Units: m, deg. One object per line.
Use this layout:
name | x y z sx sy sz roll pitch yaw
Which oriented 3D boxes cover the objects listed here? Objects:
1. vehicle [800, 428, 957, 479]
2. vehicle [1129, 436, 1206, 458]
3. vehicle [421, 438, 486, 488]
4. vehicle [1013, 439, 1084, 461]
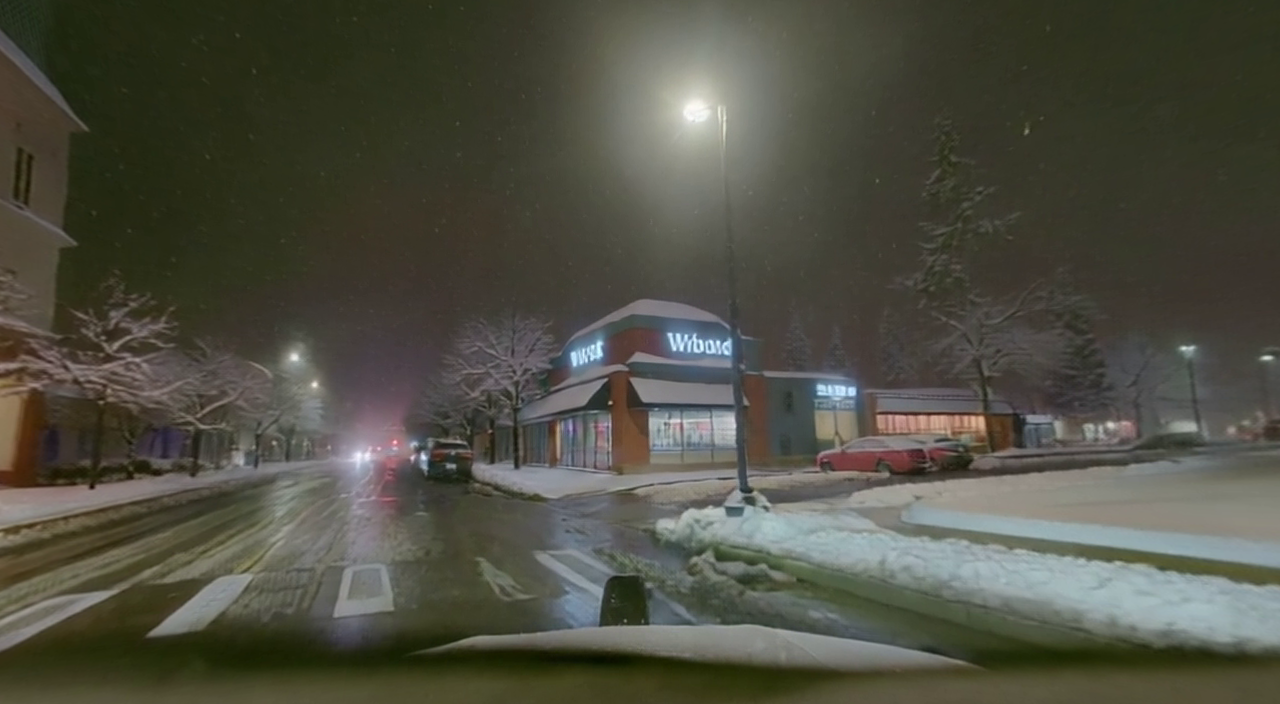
vehicle | 8.407 3.604 22.551 4.814 1.618 1.869 -8 -11 41
vehicle | 37.097 6.688 44.426 1.866 1.486 4.145 0 -8 1
vehicle | -8.578 4.960 28.749 2.150 2.013 4.748 4 -8 -24
vehicle | 26.890 6.444 41.589 1.557 1.372 3.538 4 -10 -28
